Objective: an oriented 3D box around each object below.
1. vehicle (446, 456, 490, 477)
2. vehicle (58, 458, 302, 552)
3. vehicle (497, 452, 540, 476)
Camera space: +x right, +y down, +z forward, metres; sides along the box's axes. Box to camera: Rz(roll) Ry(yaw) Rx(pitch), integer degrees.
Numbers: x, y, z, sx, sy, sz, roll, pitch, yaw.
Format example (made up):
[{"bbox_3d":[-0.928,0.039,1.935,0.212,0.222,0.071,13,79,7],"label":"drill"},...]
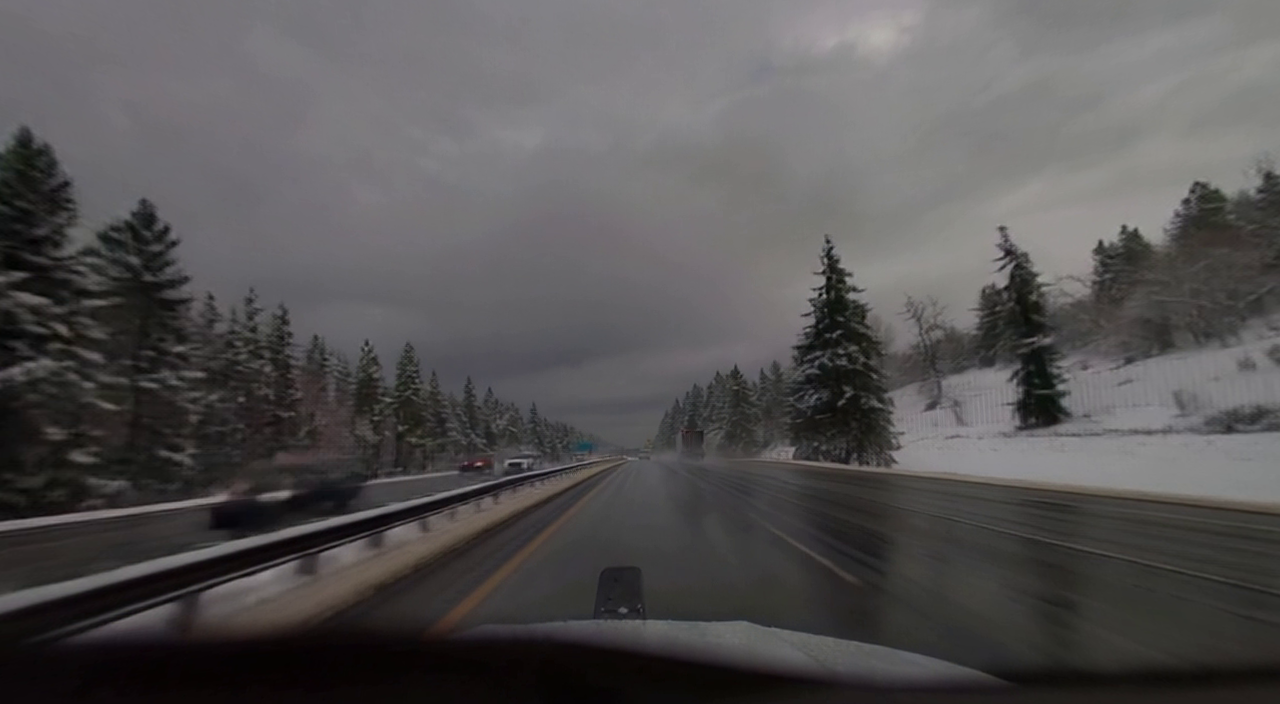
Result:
[{"bbox_3d":[-12.685,8.456,46.750,1.975,1.470,4.375,0,-9,1],"label":"vehicle"},{"bbox_3d":[-8.587,2.845,12.285,1.837,1.461,3.814,0,-9,0],"label":"vehicle"},{"bbox_3d":[-8.309,7.735,43.641,2.003,1.517,4.753,0,-9,0],"label":"vehicle"}]
